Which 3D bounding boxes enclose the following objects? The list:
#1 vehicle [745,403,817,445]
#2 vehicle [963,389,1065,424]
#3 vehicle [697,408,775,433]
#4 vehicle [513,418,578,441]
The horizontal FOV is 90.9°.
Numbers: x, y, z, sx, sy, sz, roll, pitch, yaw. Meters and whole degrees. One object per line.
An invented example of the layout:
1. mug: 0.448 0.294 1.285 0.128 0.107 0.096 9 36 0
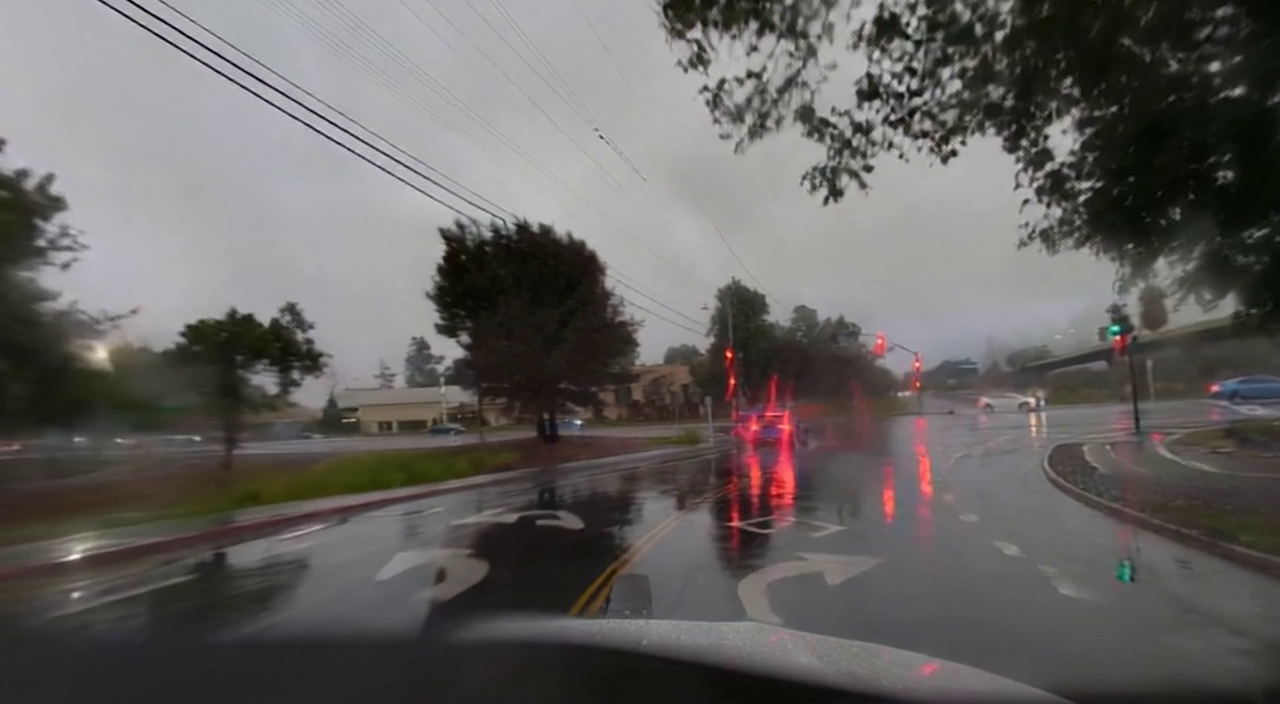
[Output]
1. vehicle: 6.421 3.322 28.318 1.928 1.726 4.704 -5 -10 28
2. vehicle: 20.647 3.033 35.045 4.636 1.668 1.935 -5 -6 28
3. vehicle: 6.454 4.595 42.327 4.757 1.442 1.858 -5 -5 27
4. vehicle: -7.315 5.998 48.792 4.610 1.476 2.021 -4 -2 26
